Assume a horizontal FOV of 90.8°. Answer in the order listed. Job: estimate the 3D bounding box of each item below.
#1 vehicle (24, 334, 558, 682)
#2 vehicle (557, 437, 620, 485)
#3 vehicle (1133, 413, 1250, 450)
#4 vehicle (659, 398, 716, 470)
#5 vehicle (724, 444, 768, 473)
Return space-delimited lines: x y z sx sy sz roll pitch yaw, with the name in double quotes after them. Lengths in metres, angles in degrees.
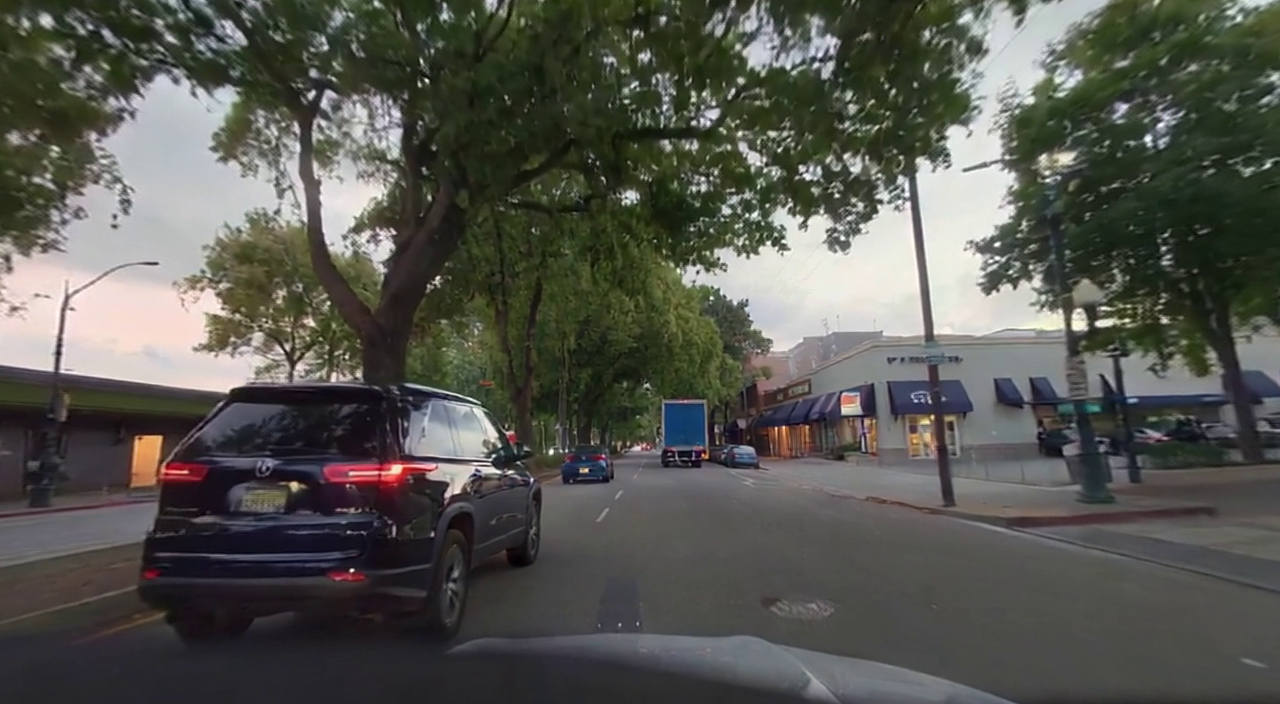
-2.399 1.268 6.243 2.293 2.036 4.853 -1 -9 3 "vehicle"
-1.957 4.346 25.489 2.040 1.711 4.475 0 -8 2 "vehicle"
29.590 4.345 34.145 2.007 1.869 4.771 0 -8 2 "vehicle"
2.990 5.782 43.744 3.007 4.206 12.913 0 -8 1 "vehicle"
6.065 6.130 36.608 1.929 1.522 4.158 -1 -9 2 "vehicle"
